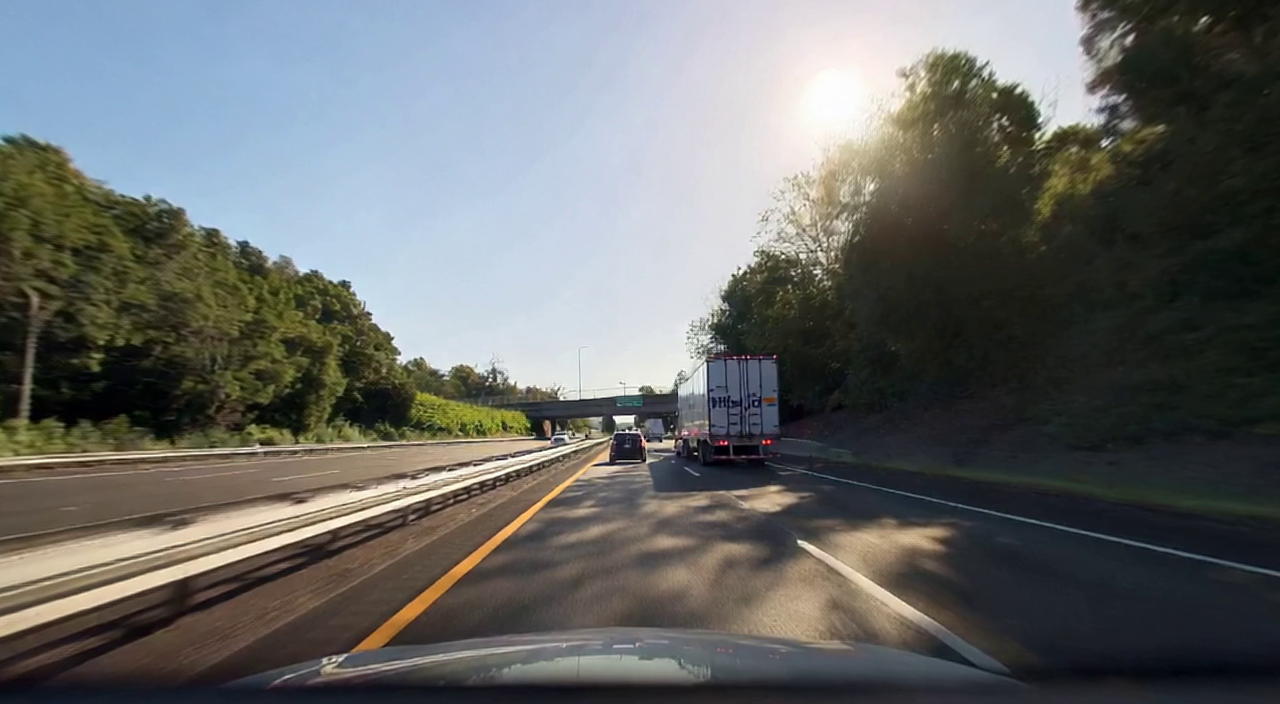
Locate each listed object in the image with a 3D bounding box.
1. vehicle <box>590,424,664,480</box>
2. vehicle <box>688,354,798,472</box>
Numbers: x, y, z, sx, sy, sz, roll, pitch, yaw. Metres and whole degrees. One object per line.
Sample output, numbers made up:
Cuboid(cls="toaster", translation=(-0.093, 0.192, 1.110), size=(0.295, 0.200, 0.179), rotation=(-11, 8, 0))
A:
Cuboid(cls="vehicle", translation=(-0.406, 3.113, 19.922), size=(2.095, 1.557, 3.963), rotation=(0, -8, -1))
Cuboid(cls="vehicle", translation=(3.910, 2.729, 26.646), size=(2.853, 4.038, 9.832), rotation=(0, -8, -1))
